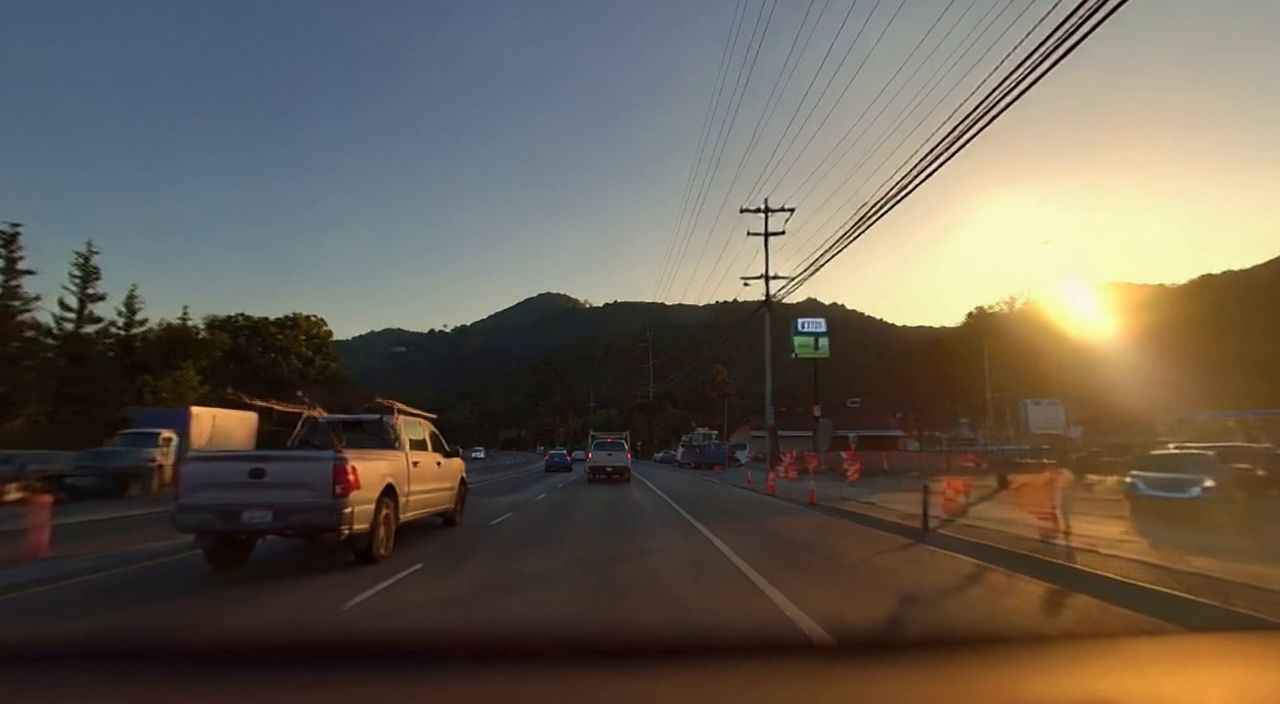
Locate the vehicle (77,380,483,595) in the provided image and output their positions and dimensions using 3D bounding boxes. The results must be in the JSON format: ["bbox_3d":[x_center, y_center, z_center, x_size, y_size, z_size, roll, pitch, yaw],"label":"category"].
[{"bbox_3d":[-4.080,1.686,8.835,2.345,2.012,5.693,0,-9,-1],"label":"vehicle"}]

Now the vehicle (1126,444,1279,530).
[{"bbox_3d":[15.197,3.459,16.958,5.331,1.917,2.166,7,-11,-40],"label":"vehicle"}]

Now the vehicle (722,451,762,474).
[{"bbox_3d":[7.392,8.147,46.333,1.933,1.480,4.249,2,-12,-4],"label":"vehicle"}]

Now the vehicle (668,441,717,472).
[{"bbox_3d":[3.941,8.023,48.728,2.706,2.199,6.527,1,-9,-5],"label":"vehicle"}]

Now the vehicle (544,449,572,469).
[{"bbox_3d":[-6.299,8.235,48.758,1.972,1.496,4.150,1,-9,-5],"label":"vehicle"}]

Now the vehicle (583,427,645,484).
[{"bbox_3d":[-1.231,4.562,28.096,2.486,2.280,5.291,1,-9,-4],"label":"vehicle"}]
